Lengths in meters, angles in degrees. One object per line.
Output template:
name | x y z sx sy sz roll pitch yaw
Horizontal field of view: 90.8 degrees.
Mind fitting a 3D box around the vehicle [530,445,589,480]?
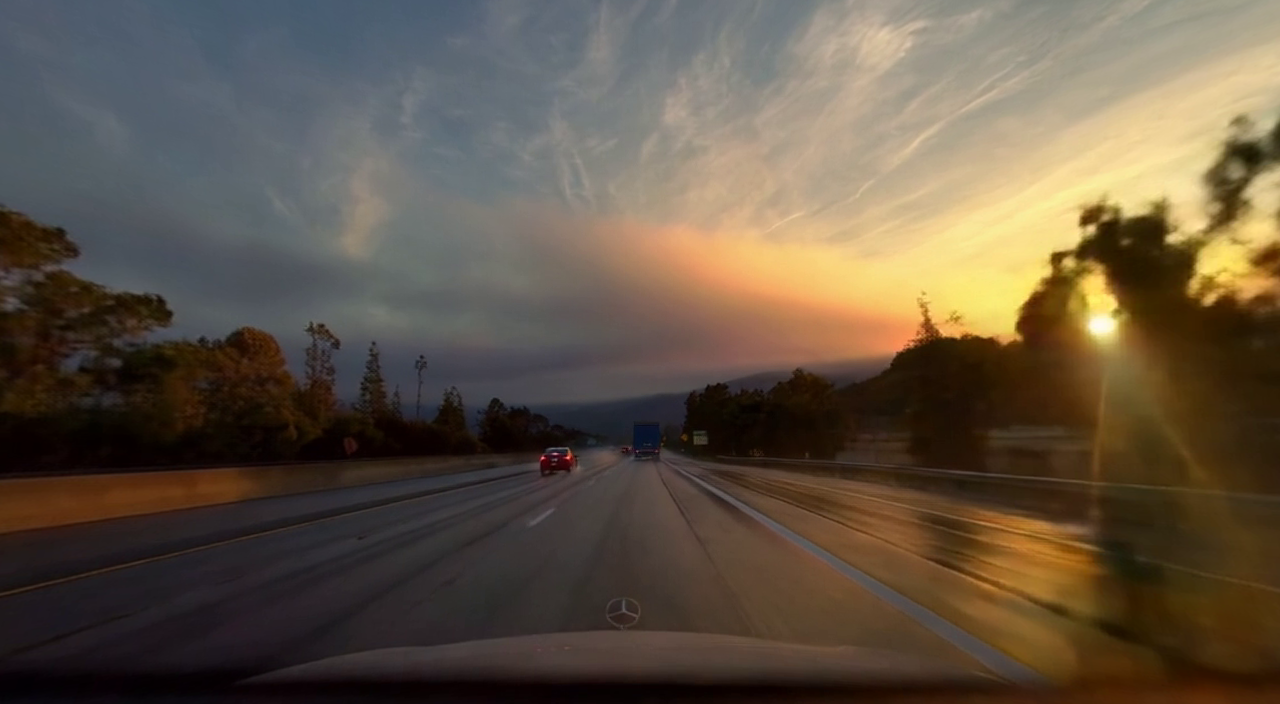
vehicle | -3.819 5.326 30.802 1.999 1.533 4.870 -1 -9 3
